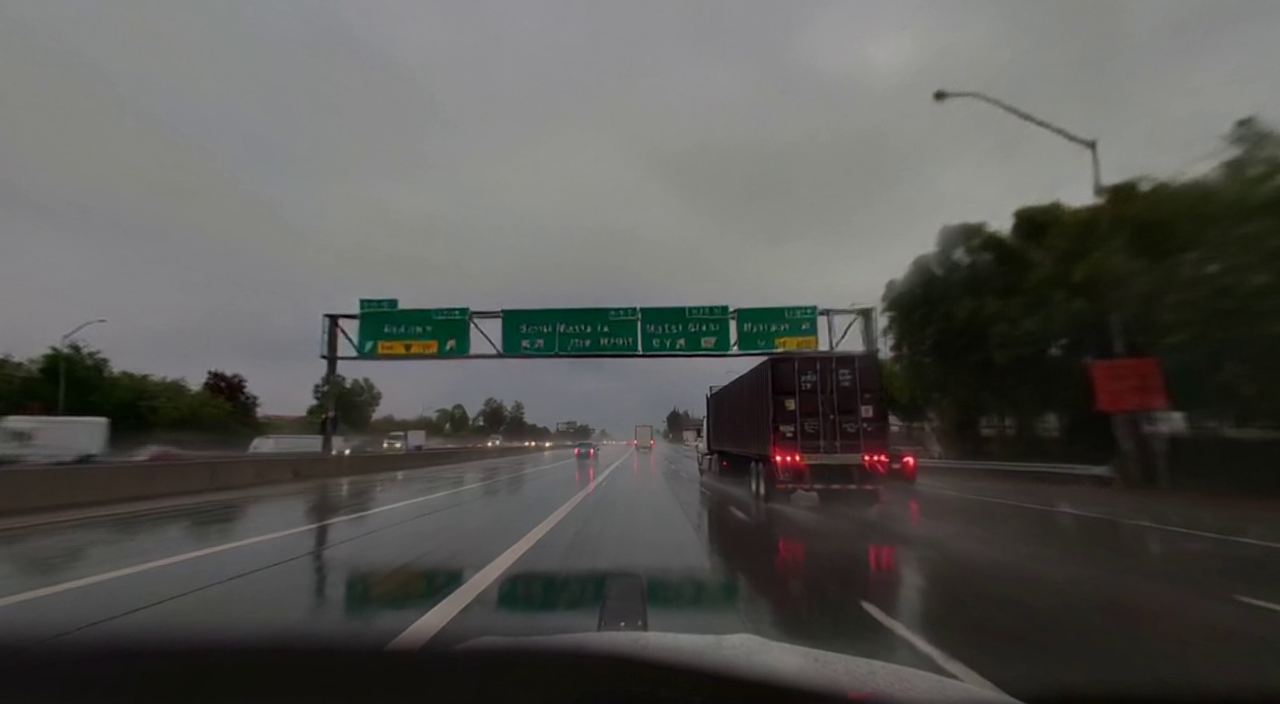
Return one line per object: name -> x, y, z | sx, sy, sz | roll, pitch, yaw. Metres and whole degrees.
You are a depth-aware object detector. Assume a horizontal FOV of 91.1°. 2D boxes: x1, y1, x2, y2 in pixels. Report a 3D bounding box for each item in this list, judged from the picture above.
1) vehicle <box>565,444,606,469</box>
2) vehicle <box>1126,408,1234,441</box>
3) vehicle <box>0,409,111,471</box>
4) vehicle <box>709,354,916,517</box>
vehicle -> -3.466, 6.738, 40.649 | 2.143, 1.529, 4.918 | 0, -9, 1
vehicle -> 28.762, 3.917, 33.626 | 1.928, 1.603, 4.315 | 2, -7, -1
vehicle -> -33.802, 4.842, 34.418 | 2.918, 3.123, 7.412 | 0, -9, 0
vehicle -> 4.152, 2.499, 18.399 | 3.049, 3.395, 10.595 | 0, -9, 0
